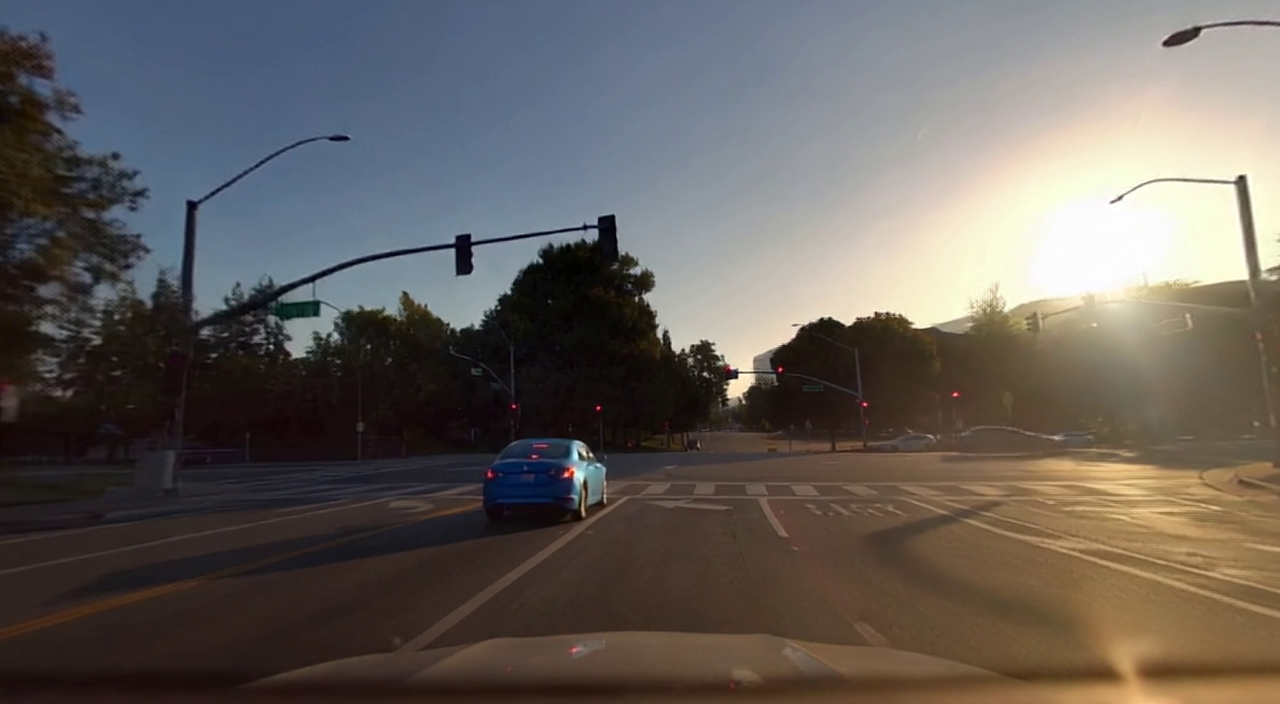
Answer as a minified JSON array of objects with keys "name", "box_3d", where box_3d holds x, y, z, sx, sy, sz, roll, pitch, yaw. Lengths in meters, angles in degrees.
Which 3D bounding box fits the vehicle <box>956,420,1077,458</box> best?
[{"name":"vehicle","box_3d":[17.587,4.116,29.658,4.406,1.661,1.857,-2,-9,11]}]

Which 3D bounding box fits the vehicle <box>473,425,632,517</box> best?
[{"name":"vehicle","box_3d":[-1.580,2.376,13.089,2.055,1.573,4.065,-2,-9,10]}]

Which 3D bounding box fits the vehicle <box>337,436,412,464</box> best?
[{"name":"vehicle","box_3d":[-16.608,6.144,39.485,3.952,1.568,1.788,-3,-7,10]}]
